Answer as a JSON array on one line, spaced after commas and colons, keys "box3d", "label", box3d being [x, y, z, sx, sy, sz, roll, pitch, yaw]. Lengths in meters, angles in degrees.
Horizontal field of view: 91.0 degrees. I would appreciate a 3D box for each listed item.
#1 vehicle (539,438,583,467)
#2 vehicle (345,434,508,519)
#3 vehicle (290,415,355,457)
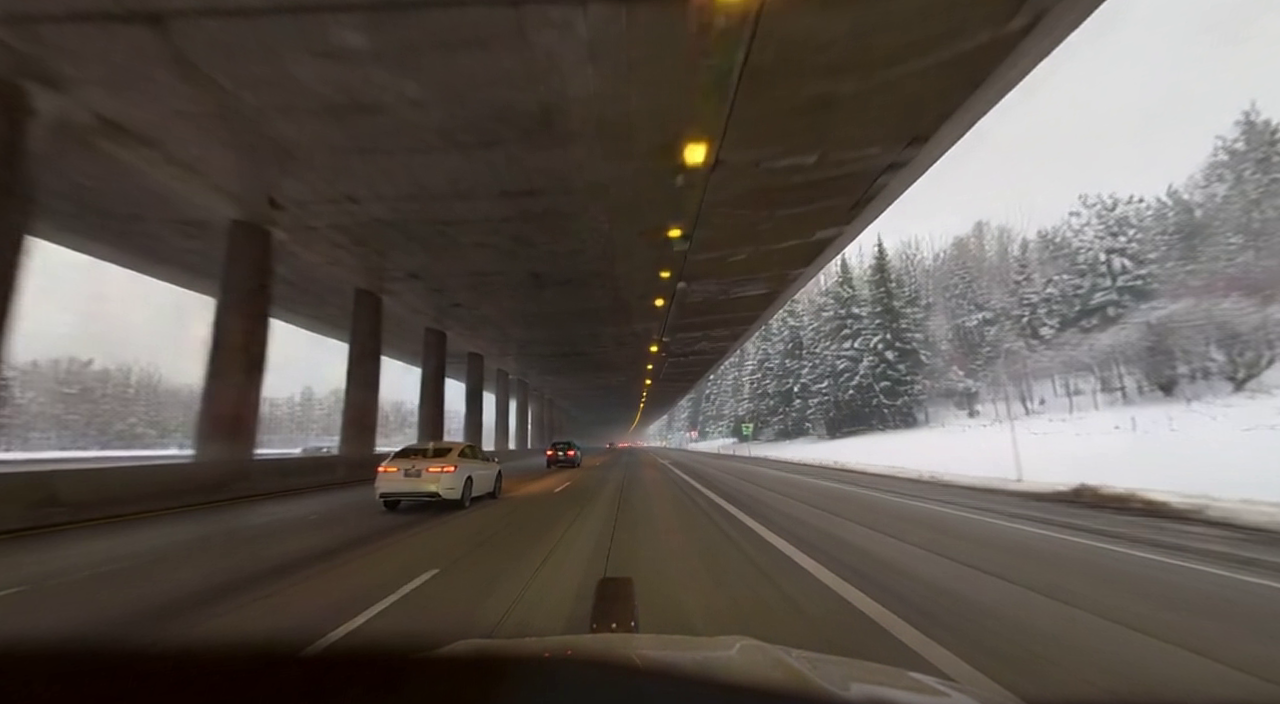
[{"box3d": [-4.359, 5.605, 35.253, 1.973, 1.474, 4.199, -1, -8, 0], "label": "vehicle"}, {"box3d": [-4.088, 2.430, 12.894, 1.885, 1.424, 4.230, -1, -8, 0], "label": "vehicle"}, {"box3d": [-24.218, 6.420, 48.191, 2.808, 3.064, 3.757, 0, -8, 0], "label": "vehicle"}]
